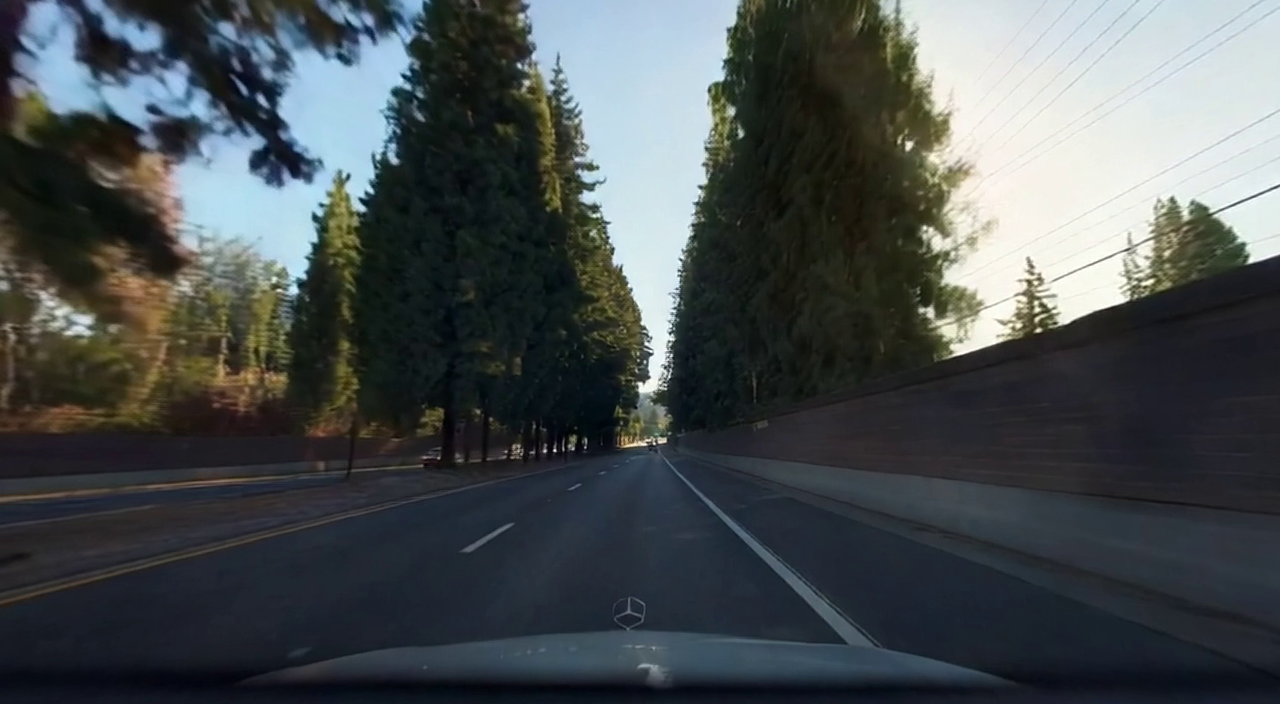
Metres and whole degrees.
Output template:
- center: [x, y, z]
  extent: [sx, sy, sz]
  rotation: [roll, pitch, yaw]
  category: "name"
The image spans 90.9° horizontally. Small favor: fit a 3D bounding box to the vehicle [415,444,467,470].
- center: [-14.639, 7.709, 46.655]
  extent: [2.126, 1.796, 4.749]
  rotation: [0, -8, 1]
  category: "vehicle"
